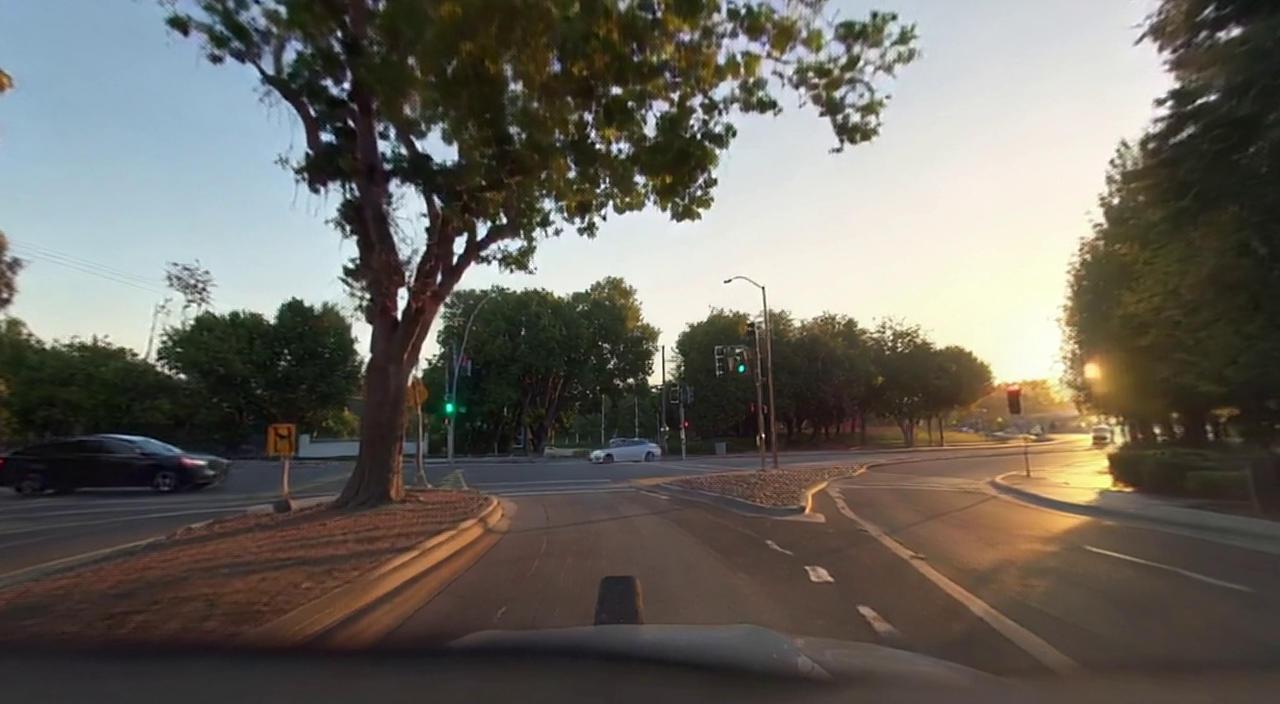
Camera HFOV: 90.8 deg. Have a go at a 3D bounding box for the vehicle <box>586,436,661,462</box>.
[{"bbox_3d":[-1.096,6.470,42.304,4.602,1.667,1.933,4,-10,-28],"label":"vehicle"}]

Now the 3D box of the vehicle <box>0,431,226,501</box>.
[{"bbox_3d":[-13.678,2.896,16.437,4.545,1.602,2.014,4,-9,-27],"label":"vehicle"}]
